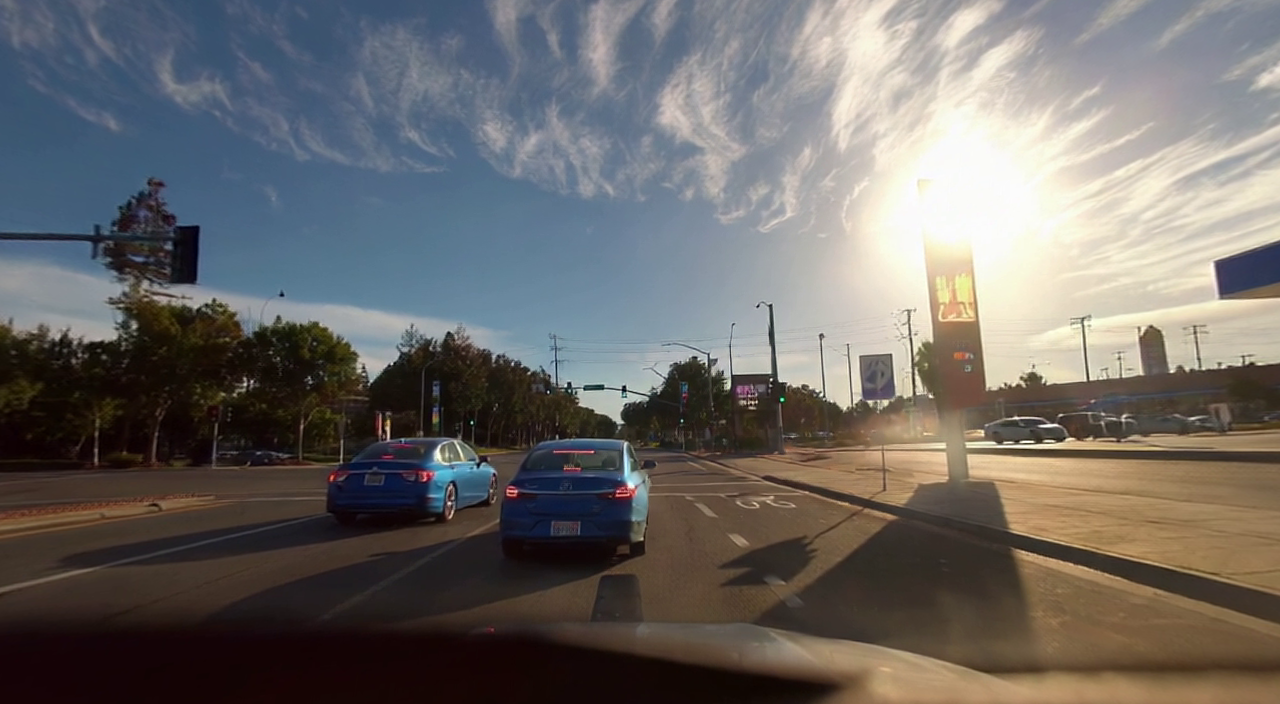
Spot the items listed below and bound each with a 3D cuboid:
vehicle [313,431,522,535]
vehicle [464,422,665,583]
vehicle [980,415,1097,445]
[{"bbox_3d":[-3.733,2.292,11.731,1.995,1.506,4.773,0,-8,2],"label":"vehicle"},{"bbox_3d":[-0.648,1.761,8.299,1.916,1.510,4.447,0,-8,2],"label":"vehicle"},{"bbox_3d":[21.273,4.198,33.868,4.874,1.502,2.048,0,-9,-1],"label":"vehicle"}]
